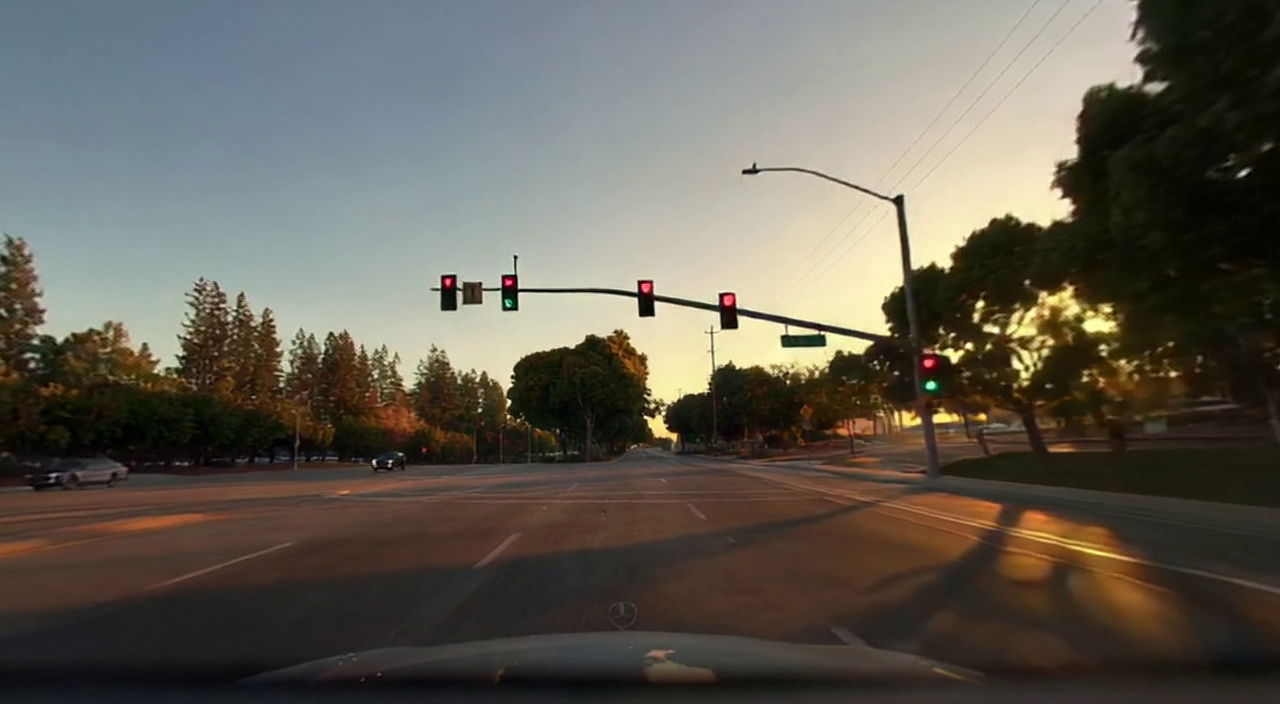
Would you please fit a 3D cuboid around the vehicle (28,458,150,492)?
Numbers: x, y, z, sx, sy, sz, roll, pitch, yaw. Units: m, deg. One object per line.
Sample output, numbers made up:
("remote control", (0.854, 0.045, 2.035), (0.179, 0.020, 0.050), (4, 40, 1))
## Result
("vehicle", (-29.160, 6.488, 33.681), (2.089, 1.556, 4.961), (0, -9, -1))
